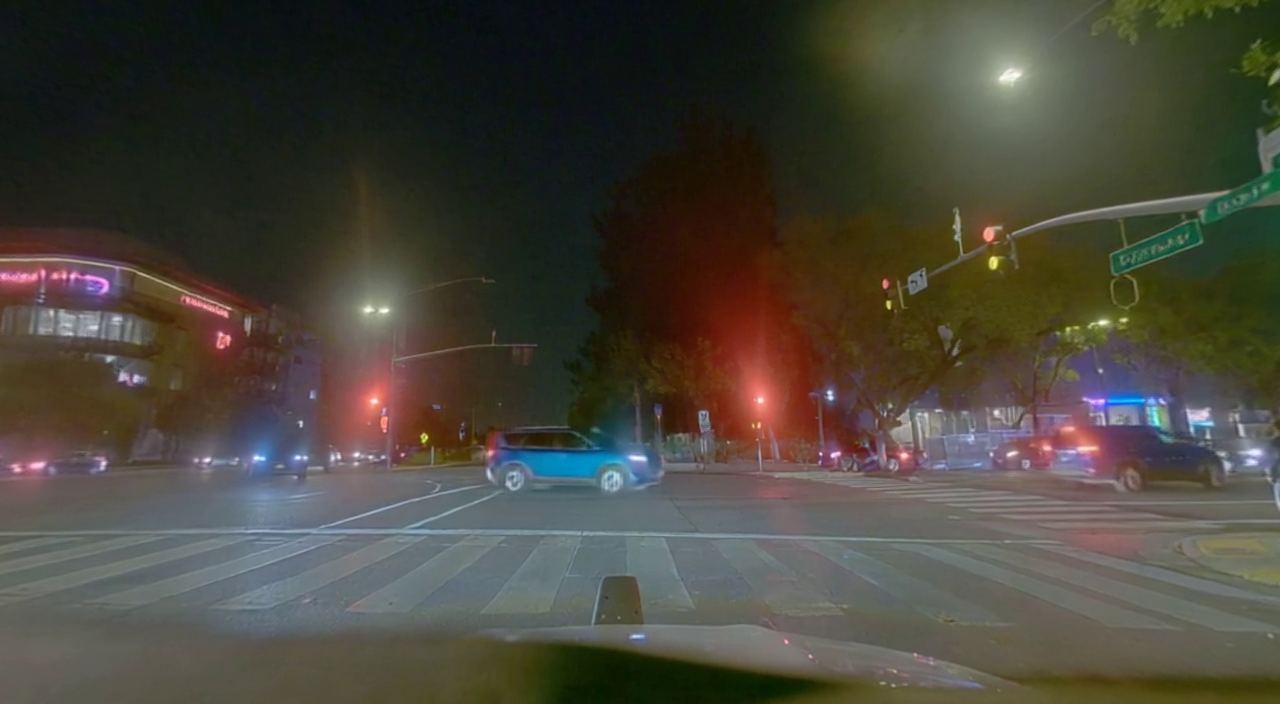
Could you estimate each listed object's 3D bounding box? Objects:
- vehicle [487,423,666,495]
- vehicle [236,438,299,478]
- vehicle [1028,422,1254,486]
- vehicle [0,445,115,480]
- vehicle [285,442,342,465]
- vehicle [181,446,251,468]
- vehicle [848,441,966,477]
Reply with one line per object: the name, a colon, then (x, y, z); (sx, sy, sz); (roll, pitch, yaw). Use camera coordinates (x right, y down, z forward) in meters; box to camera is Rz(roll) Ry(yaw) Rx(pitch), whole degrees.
vehicle: (-1.708, 2.961, 17.670); (4.509, 1.821, 2.066); (-2, -9, 15)
vehicle: (-15.667, 4.397, 26.512); (2.007, 1.540, 4.312); (5, -10, -31)
vehicle: (15.588, 3.140, 19.714); (6.196, 1.777, 2.457); (3, -9, -19)
vehicle: (-27.052, 5.035, 29.215); (1.881, 1.469, 4.415); (0, -8, -3)
vehicle: (-24.531, 7.611, 47.671); (1.951, 1.609, 4.693); (0, -8, -2)
vehicle: (-31.445, 7.791, 47.006); (1.892, 1.525, 5.171); (0, -8, -4)
vehicle: (11.589, 4.627, 27.562); (4.317, 1.491, 1.896); (1, -9, -10)
